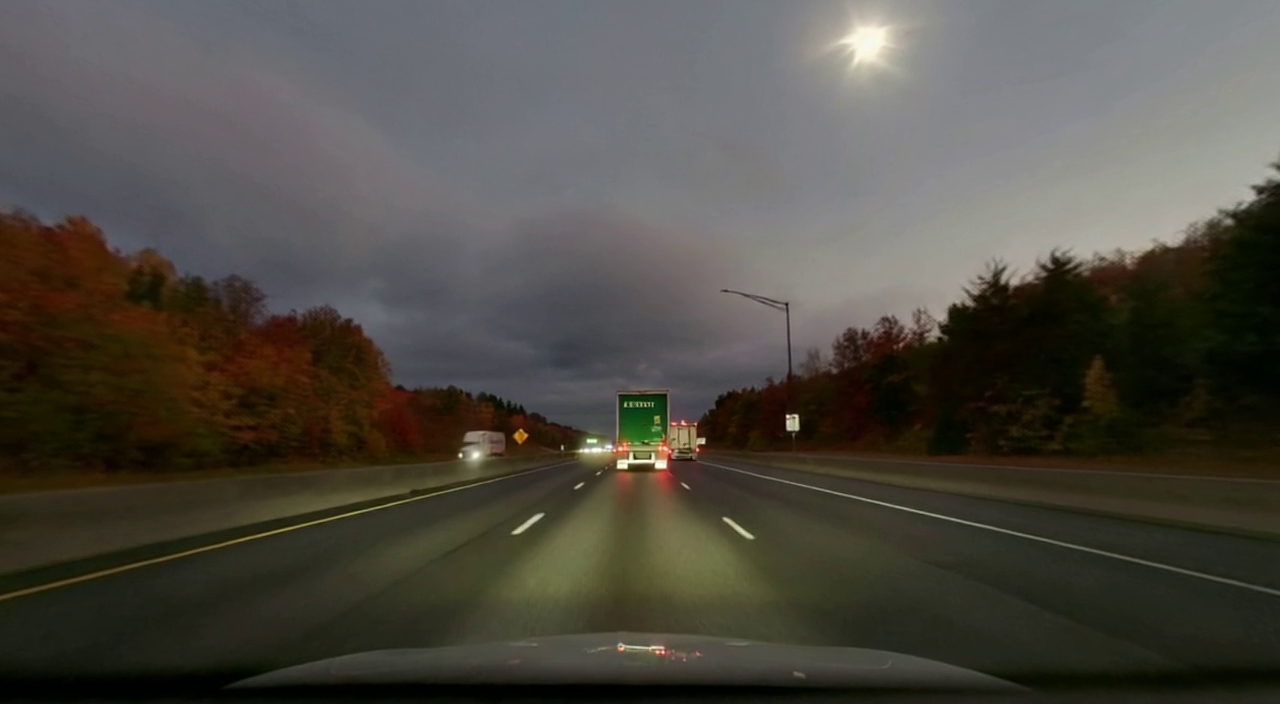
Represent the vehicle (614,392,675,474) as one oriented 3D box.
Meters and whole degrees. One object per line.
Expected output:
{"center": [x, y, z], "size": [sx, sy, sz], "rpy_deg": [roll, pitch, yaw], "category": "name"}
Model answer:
{"center": [0.189, 4.858, 36.679], "size": [3.057, 4.073, 10.792], "rpy_deg": [0, -9, 0], "category": "vehicle"}
